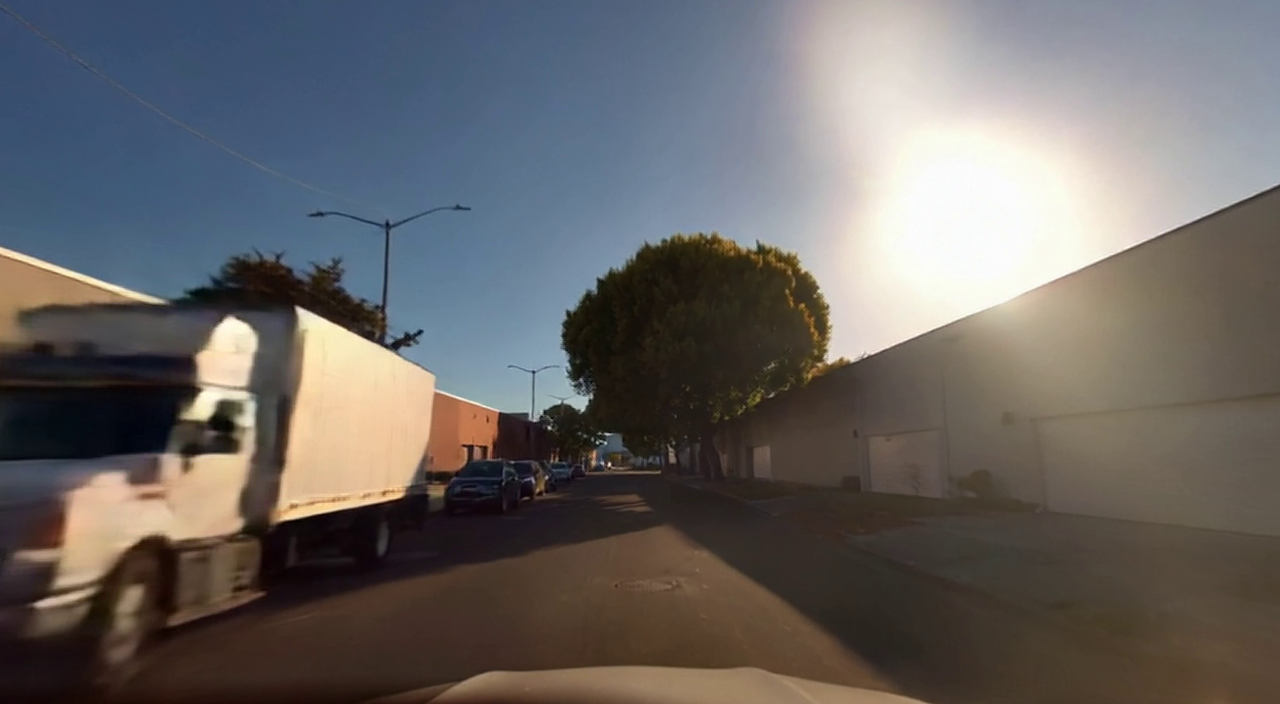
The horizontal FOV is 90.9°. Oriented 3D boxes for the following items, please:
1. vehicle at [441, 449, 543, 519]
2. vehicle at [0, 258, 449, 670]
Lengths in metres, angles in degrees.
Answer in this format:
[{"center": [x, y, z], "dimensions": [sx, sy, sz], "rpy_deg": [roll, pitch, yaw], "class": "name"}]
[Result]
[{"center": [-4.113, 3.701, 18.259], "dimensions": [1.886, 1.640, 4.311], "rpy_deg": [2, -8, -1], "class": "vehicle"}, {"center": [-4.045, 1.188, 7.005], "dimensions": [2.242, 2.726, 5.581], "rpy_deg": [1, -10, -3], "class": "vehicle"}]
